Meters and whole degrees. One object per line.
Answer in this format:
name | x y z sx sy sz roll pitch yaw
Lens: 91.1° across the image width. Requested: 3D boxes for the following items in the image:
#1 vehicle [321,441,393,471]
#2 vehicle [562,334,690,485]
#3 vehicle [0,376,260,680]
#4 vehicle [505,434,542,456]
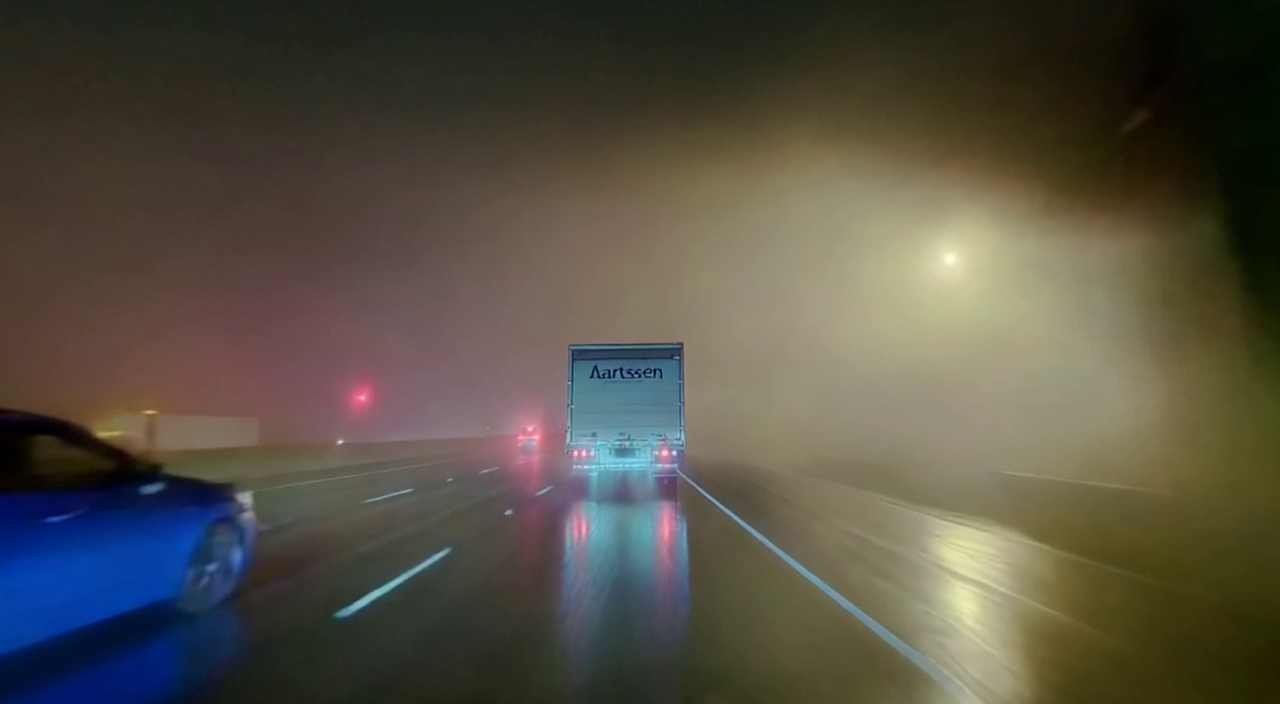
vehicle | -16.004 5.877 35.830 1.924 1.498 4.565 0 -8 0
vehicle | -0.418 2.247 22.482 3.442 4.106 10.719 0 -8 0
vehicle | -4.510 0.939 3.256 2.052 1.639 4.894 0 -8 0
vehicle | -8.604 6.889 46.695 1.940 1.488 3.976 0 -8 0
